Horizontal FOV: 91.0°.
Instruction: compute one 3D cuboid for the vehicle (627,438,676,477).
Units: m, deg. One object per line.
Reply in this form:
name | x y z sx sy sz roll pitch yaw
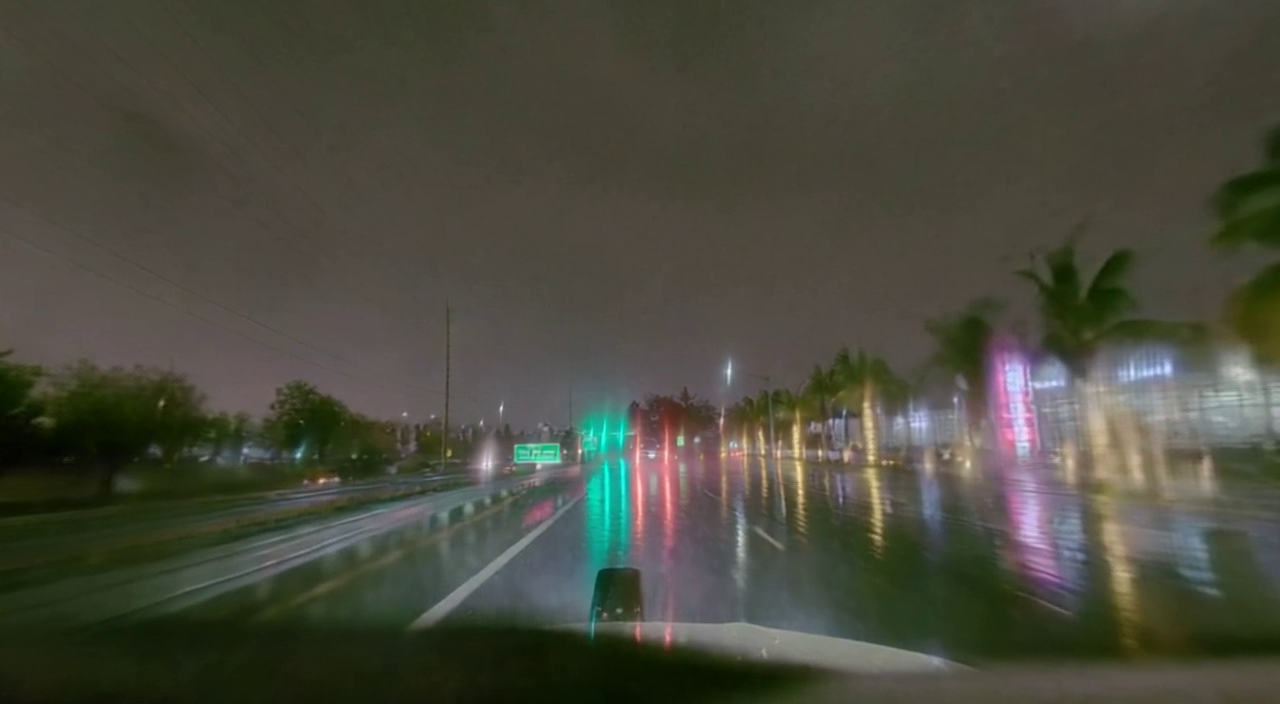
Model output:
vehicle | 0.469 4.962 29.803 2.089 1.718 4.193 0 -9 -2
